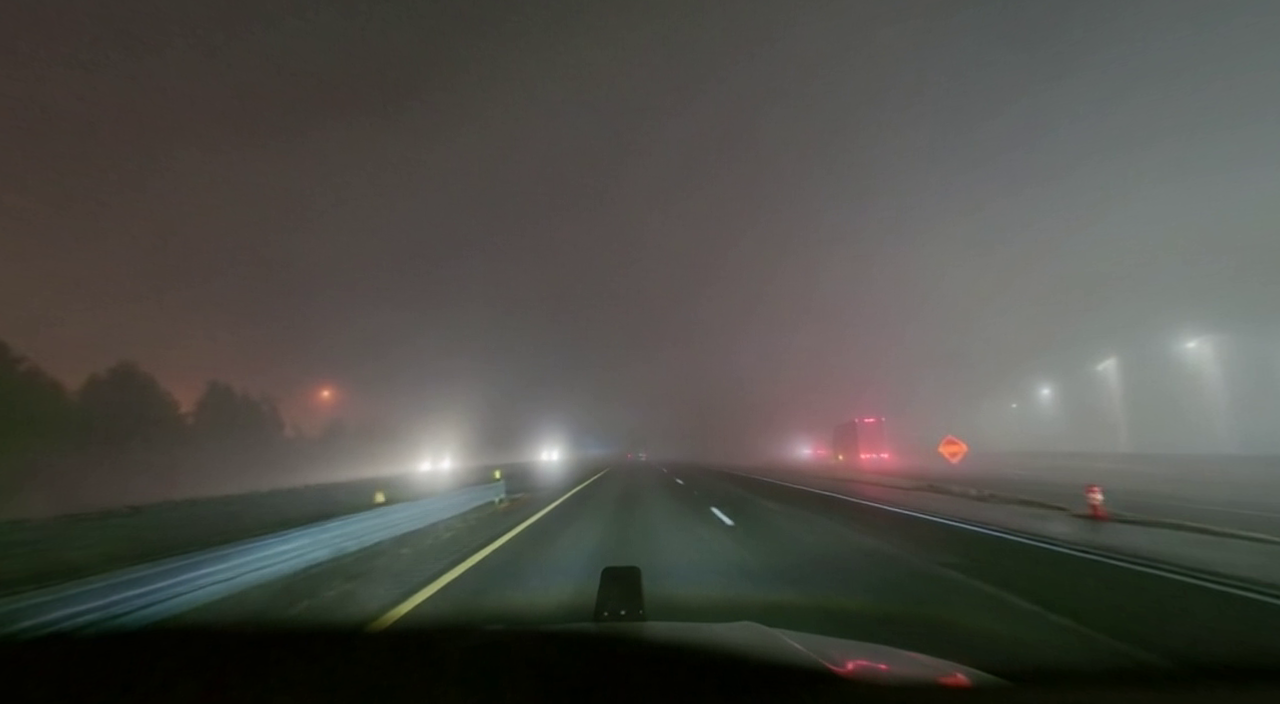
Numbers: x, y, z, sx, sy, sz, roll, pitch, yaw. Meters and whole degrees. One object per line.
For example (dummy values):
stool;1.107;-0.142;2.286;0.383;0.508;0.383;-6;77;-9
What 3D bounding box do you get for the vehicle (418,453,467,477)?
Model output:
vehicle;-13.214;7.591;42.459;1.869;1.455;4.529;0;-9;0
